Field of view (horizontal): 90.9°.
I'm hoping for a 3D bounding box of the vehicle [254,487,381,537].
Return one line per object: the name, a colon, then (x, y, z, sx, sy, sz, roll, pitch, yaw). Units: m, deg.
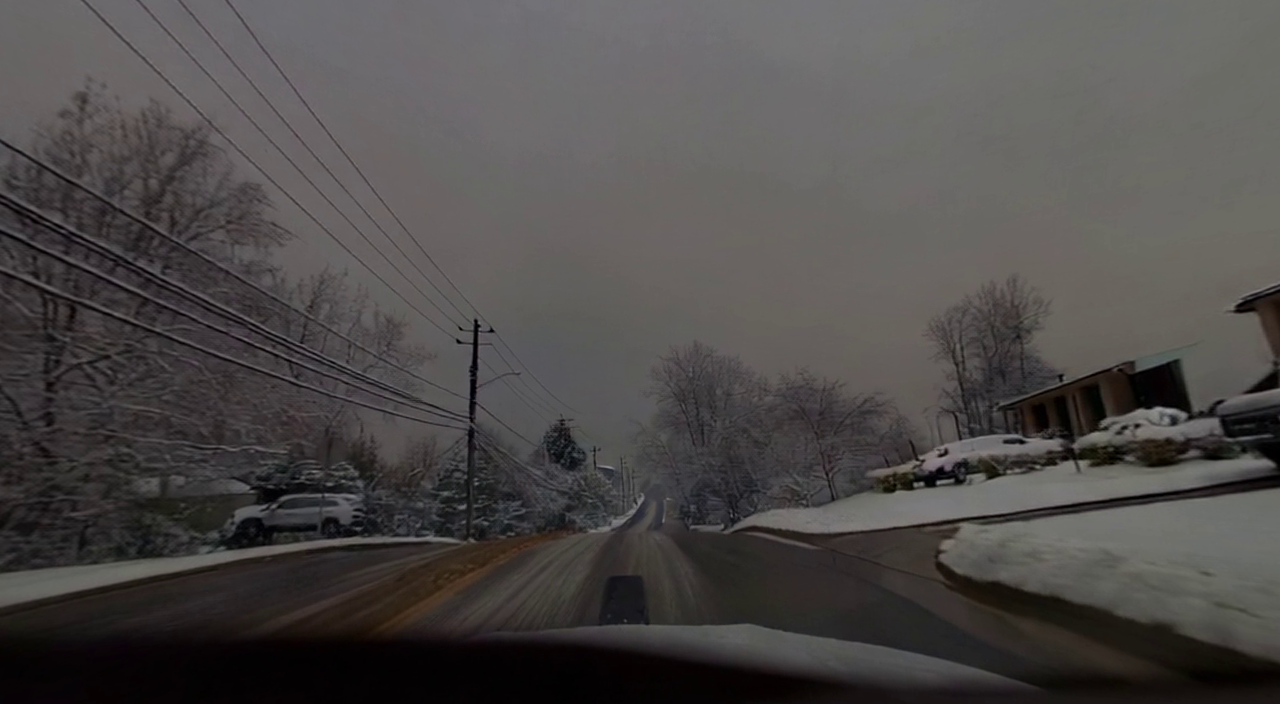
vehicle: (-16.456, 8.177, 32.791, 2.301, 2.081, 6.706, -3, -11, 8)
